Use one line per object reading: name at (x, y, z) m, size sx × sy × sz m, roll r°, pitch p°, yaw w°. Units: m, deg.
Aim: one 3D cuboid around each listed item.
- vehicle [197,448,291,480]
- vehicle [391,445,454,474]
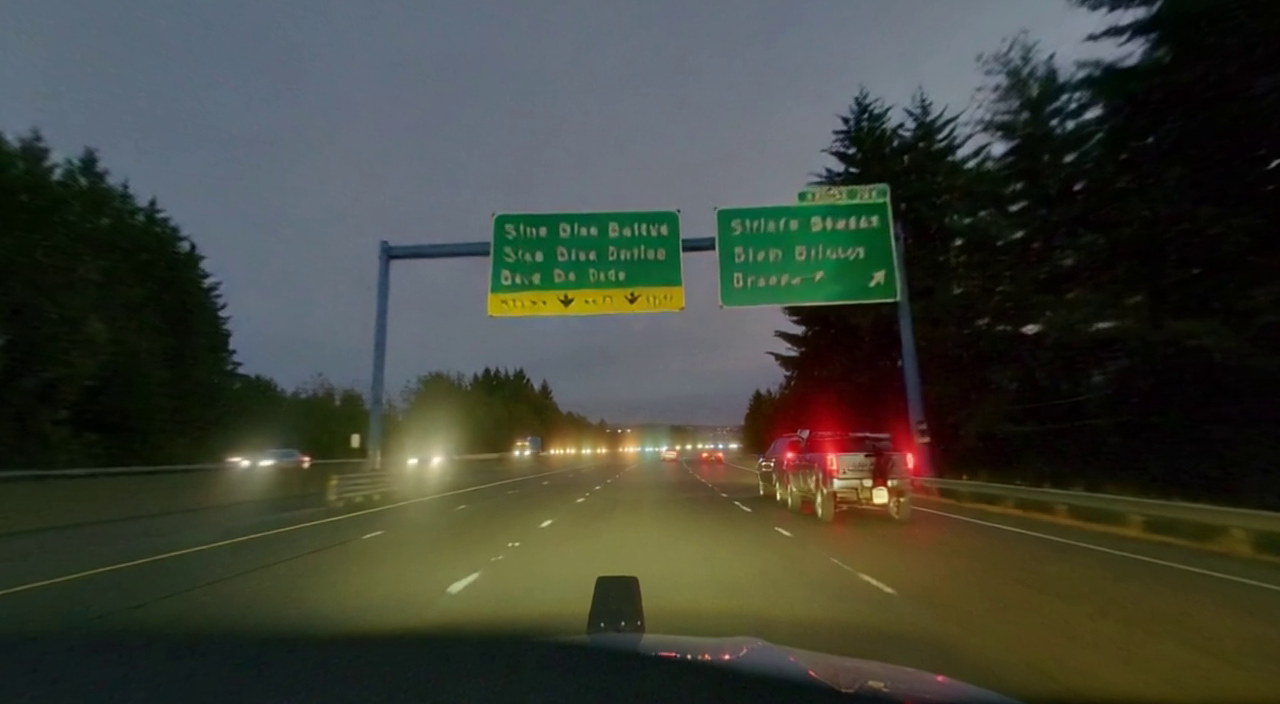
vehicle at (-21.286, 6.015, 34.134) m, size 2.040 × 1.616 × 4.603 m, roll 0°, pitch -9°, yaw 1°
vehicle at (-13.258, 6.582, 38.742) m, size 1.990 × 1.617 × 4.839 m, roll 0°, pitch -9°, yaw 2°
